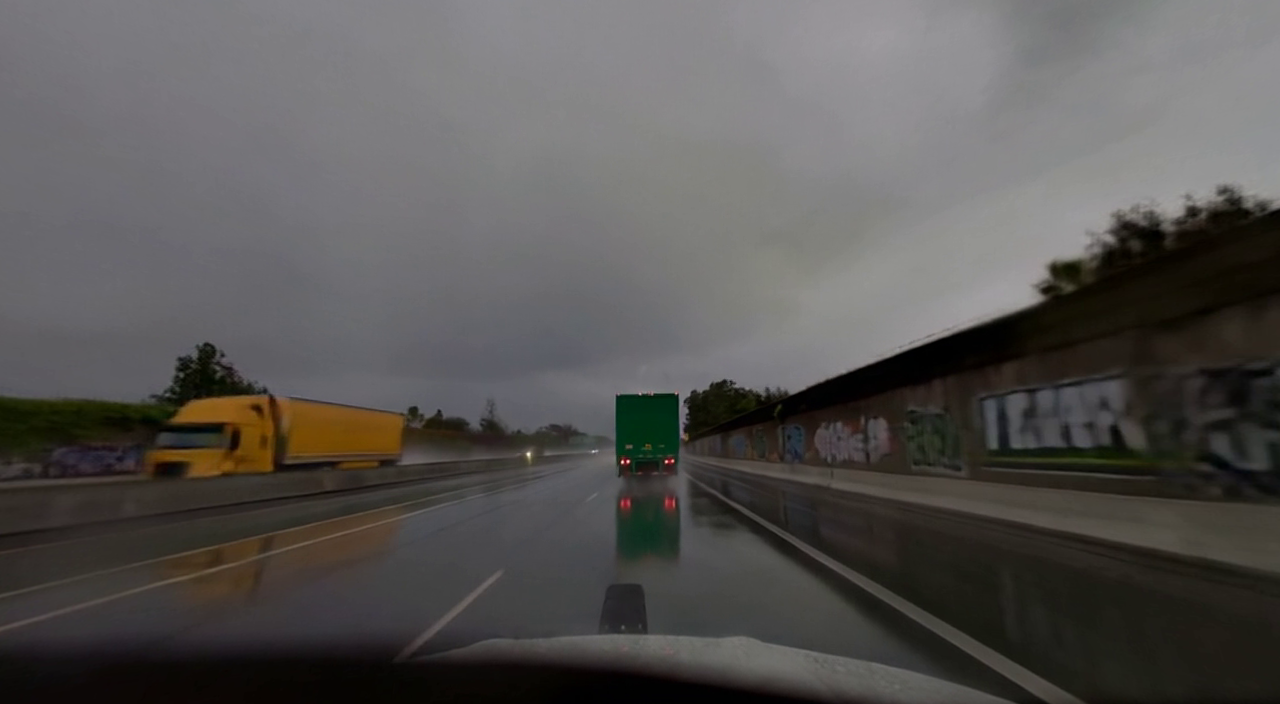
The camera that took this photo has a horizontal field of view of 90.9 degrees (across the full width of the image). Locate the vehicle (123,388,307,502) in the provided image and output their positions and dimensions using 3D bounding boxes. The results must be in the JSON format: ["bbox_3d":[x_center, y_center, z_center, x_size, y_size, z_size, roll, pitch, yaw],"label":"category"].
[{"bbox_3d":[-16.503,3.715,25.120,2.980,3.948,5.804,0,-9,1],"label":"vehicle"}]

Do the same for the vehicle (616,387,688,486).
[{"bbox_3d":[0.313,4.155,30.334,2.900,3.955,10.151,0,-9,-2],"label":"vehicle"}]
